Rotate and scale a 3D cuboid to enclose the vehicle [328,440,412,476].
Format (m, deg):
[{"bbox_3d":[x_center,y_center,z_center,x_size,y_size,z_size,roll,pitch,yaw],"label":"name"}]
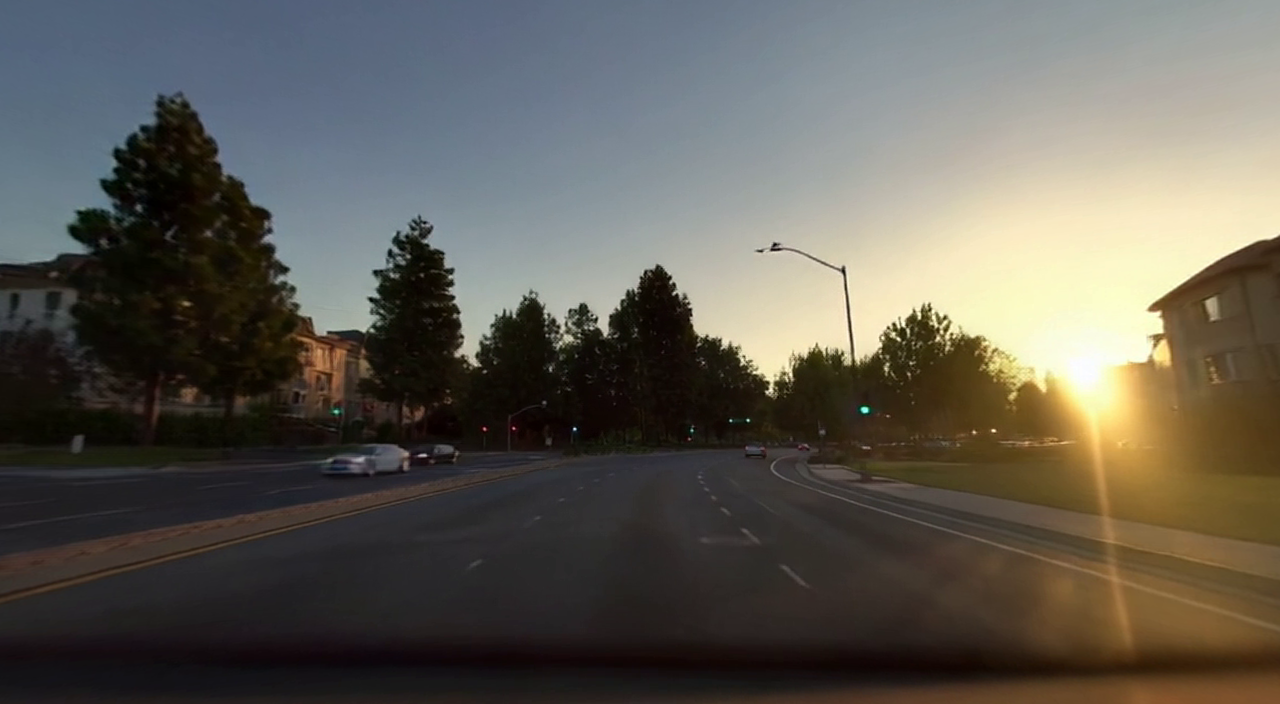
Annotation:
[{"bbox_3d":[-13.756,5.400,32.532,2.080,1.695,4.454,-1,-8,5],"label":"vehicle"}]

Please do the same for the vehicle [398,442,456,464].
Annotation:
[{"bbox_3d":[-15.231,7.264,45.490,1.975,1.500,4.814,-1,-8,7],"label":"vehicle"}]
